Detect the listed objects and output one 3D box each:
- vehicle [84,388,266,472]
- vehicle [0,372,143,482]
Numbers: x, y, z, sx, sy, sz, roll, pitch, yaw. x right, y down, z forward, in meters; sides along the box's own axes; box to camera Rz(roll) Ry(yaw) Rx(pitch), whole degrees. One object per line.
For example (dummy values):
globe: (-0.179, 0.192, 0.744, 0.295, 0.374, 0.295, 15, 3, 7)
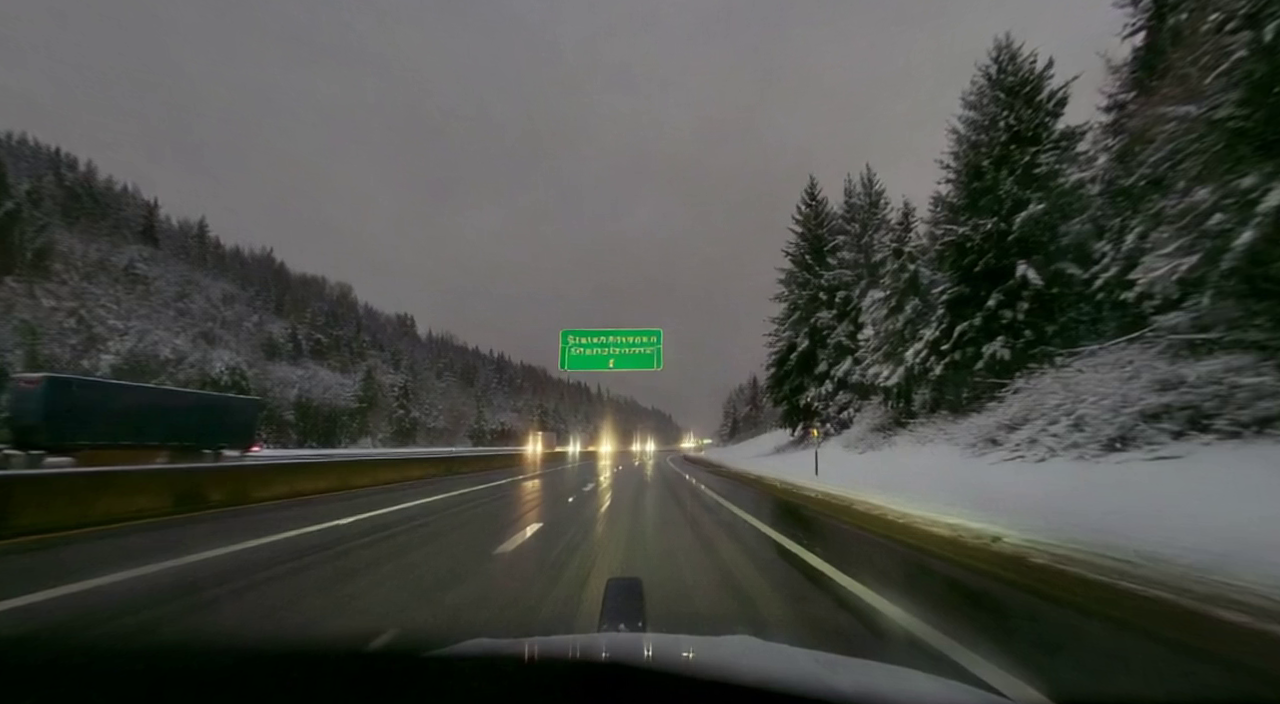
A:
vehicle: (-22.542, 3.973, 31.322, 2.833, 3.669, 7.802, 0, -9, 1)
vehicle: (-22.684, 2.575, 21.448, 2.969, 3.632, 10.133, 0, -9, 1)
